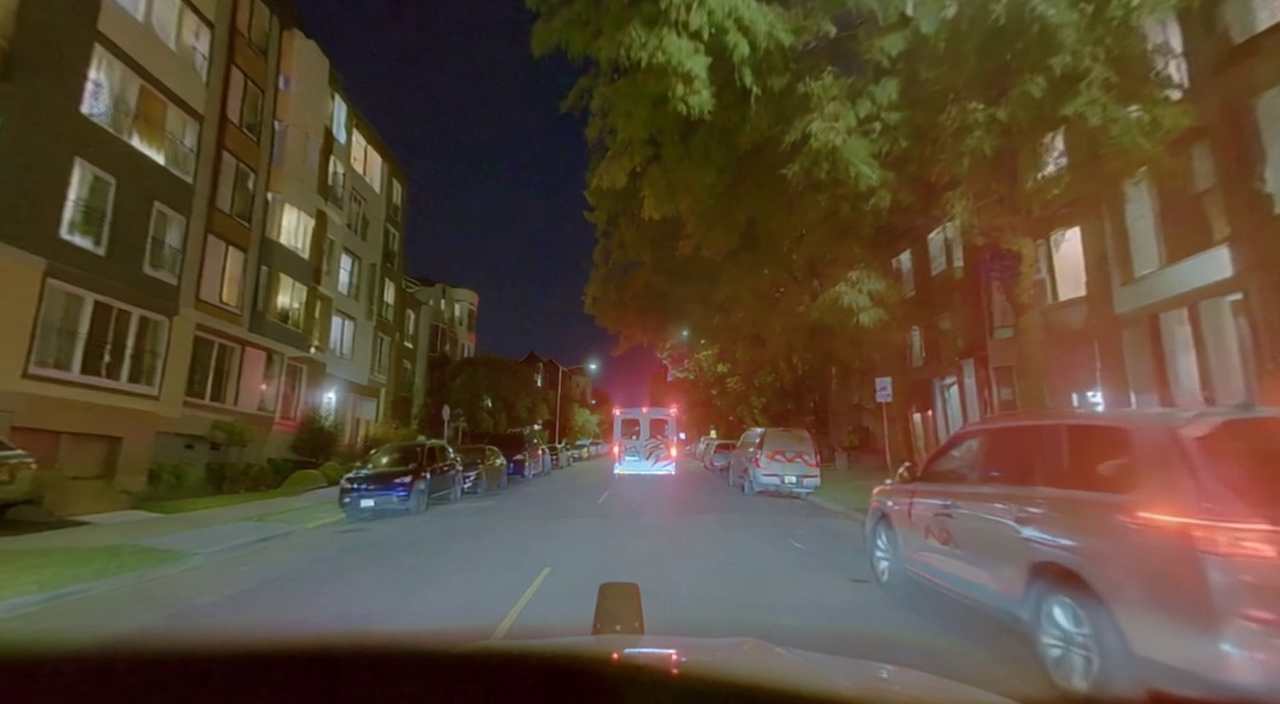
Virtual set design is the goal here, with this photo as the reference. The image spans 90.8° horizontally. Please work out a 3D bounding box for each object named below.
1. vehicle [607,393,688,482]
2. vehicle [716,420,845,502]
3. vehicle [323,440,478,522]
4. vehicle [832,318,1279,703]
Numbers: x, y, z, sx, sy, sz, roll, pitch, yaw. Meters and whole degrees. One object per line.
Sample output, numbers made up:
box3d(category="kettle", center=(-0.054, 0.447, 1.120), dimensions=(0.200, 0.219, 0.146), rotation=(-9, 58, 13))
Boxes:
box3d(category="vehicle", center=(0.198, 3.472, 25.519), dimensions=(2.754, 3.008, 7.730), rotation=(0, -8, -1))
box3d(category="vehicle", center=(3.560, 2.898, 17.309), dimensions=(2.232, 1.860, 5.593), rotation=(0, -8, 0))
box3d(category="vehicle", center=(-5.409, 2.919, 15.031), dimensions=(1.967, 1.492, 4.781), rotation=(-4, -8, -2))
box3d(category="vehicle", center=(3.325, 1.146, 4.820), dimensions=(2.152, 1.868, 4.976), rotation=(0, -8, 0))
